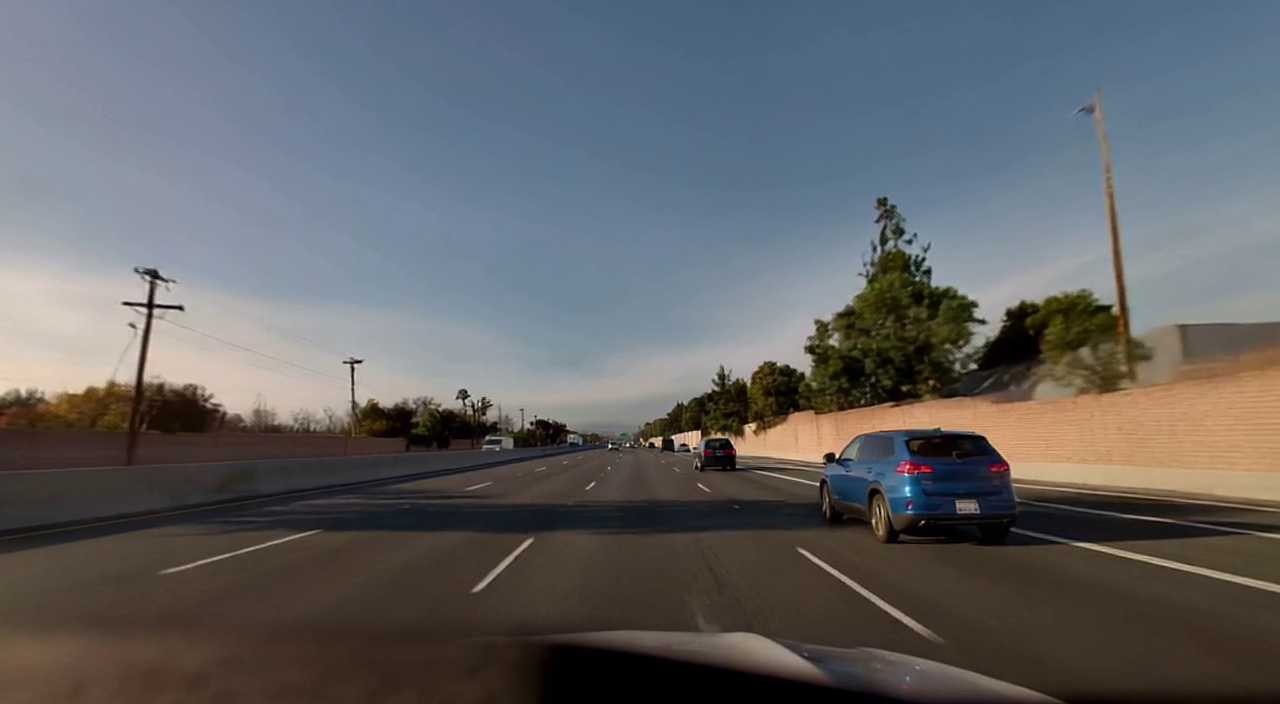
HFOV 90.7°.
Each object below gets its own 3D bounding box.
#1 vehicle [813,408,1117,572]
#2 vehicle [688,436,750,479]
[{"bbox_3d":[3.982,1.759,8.775,1.910,1.696,4.187,0,-9,-1],"label":"vehicle"},{"bbox_3d":[3.343,4.576,27.657,2.045,1.688,4.313,0,-9,-1],"label":"vehicle"}]
